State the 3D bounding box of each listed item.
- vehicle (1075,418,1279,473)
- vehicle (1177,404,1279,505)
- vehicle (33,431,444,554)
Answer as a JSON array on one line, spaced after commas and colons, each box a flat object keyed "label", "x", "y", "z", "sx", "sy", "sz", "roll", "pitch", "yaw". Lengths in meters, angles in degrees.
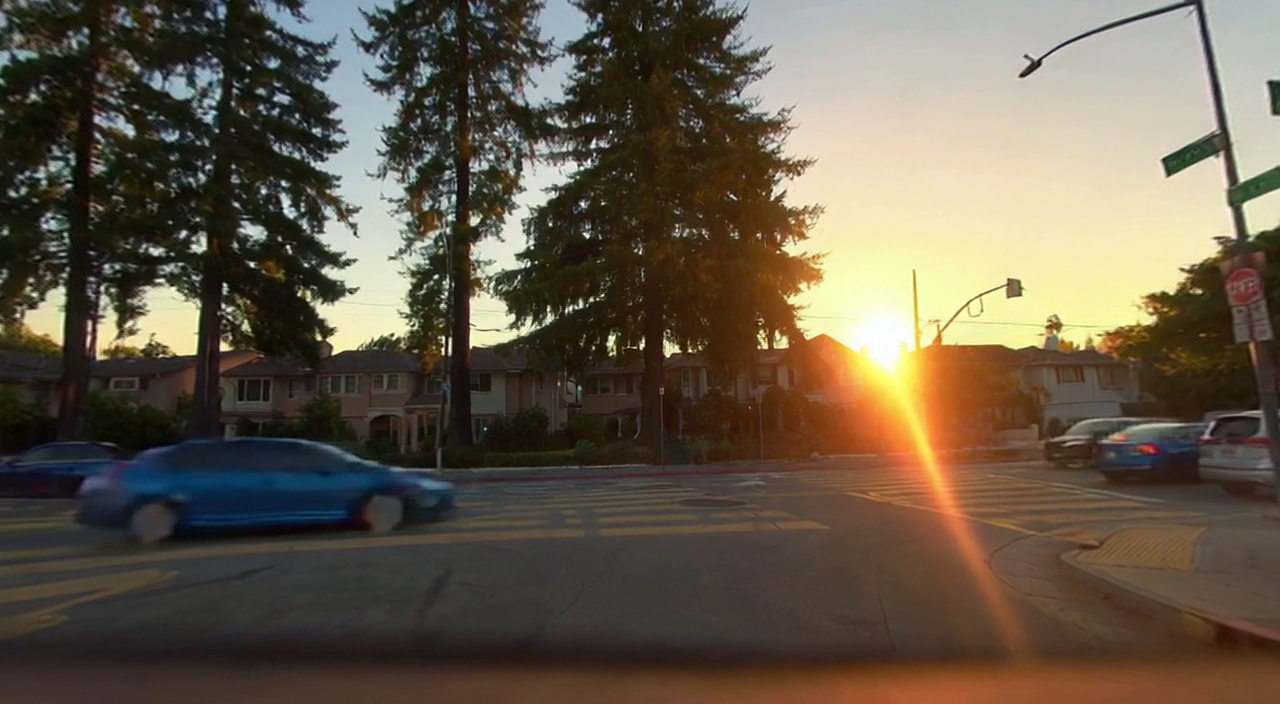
[{"label": "vehicle", "x": 15.434, "y": 2.663, "z": 18.086, "sx": 4.990, "sy": 1.454, "sz": 1.875, "roll": 2, "pitch": -9, "yaw": -12}, {"label": "vehicle", "x": 12.776, "y": 1.859, "z": 11.618, "sx": 4.208, "sy": 1.685, "sz": 2.014, "roll": 1, "pitch": -8, "yaw": -9}, {"label": "vehicle", "x": -5.326, "y": 1.887, "z": 9.136, "sx": 4.517, "sy": 1.419, "sz": 1.836, "roll": 3, "pitch": -9, "yaw": -24}]
